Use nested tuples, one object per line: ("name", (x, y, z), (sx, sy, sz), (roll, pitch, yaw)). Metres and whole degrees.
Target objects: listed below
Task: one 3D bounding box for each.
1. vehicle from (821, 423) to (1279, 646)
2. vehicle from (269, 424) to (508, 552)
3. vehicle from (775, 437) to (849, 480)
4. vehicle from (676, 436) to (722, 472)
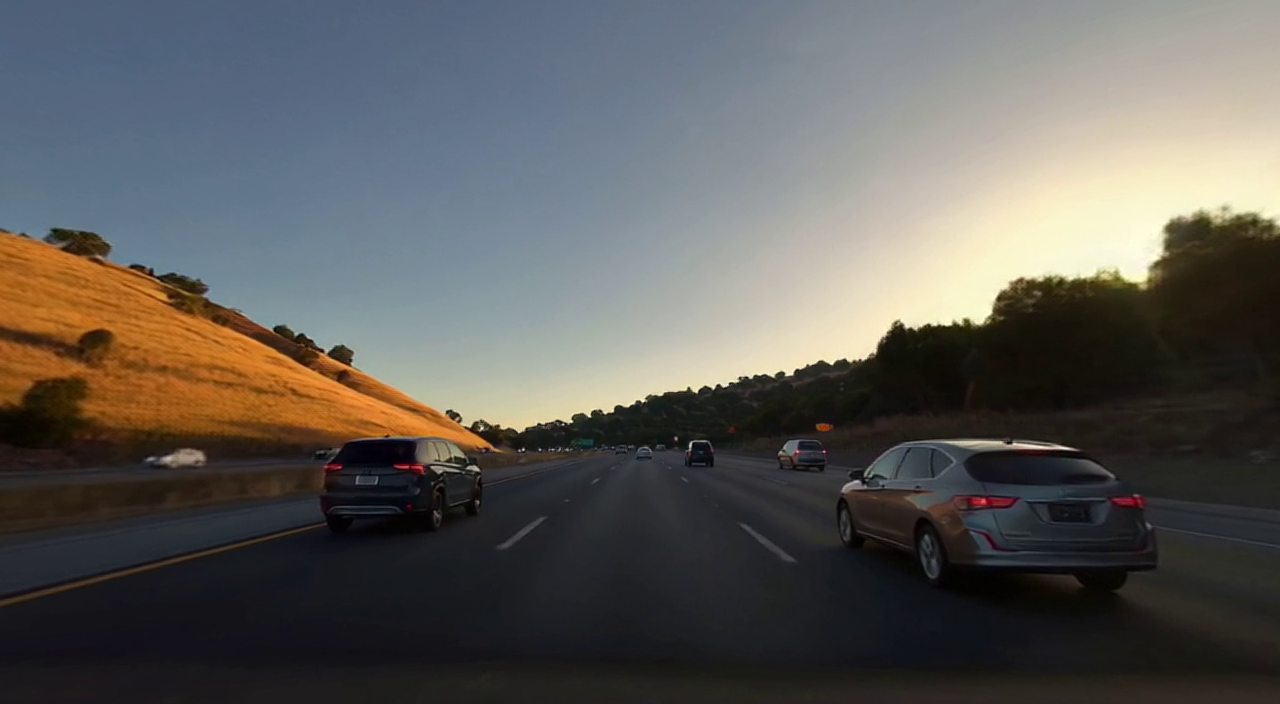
("vehicle", (3.468, 1.555, 6.466), (1.941, 1.481, 4.300), (0, -8, 0))
("vehicle", (-3.833, 2.146, 10.677), (2.166, 1.672, 4.388), (0, -8, 1))
("vehicle", (7.501, 4.692, 28.030), (1.998, 1.717, 4.338), (0, -8, -1))
("vehicle", (3.300, 5.831, 36.243), (2.121, 1.925, 5.056), (0, -8, -1))
